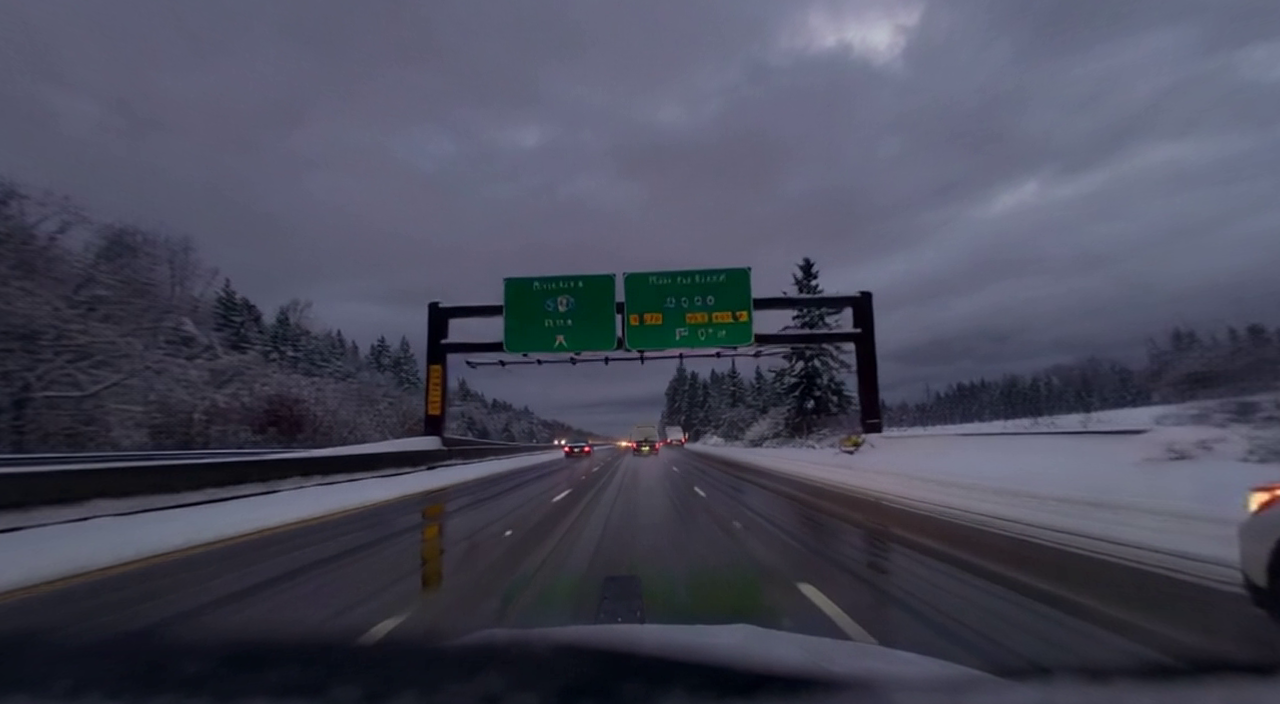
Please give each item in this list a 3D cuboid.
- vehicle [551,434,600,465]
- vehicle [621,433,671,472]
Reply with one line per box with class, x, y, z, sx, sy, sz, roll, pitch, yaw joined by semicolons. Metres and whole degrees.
vehicle;-3.432;5.291;34.178;2.066;1.561;4.495;0;-8;1
vehicle;0.246;4.333;27.298;2.049;1.542;3.816;0;-8;0
